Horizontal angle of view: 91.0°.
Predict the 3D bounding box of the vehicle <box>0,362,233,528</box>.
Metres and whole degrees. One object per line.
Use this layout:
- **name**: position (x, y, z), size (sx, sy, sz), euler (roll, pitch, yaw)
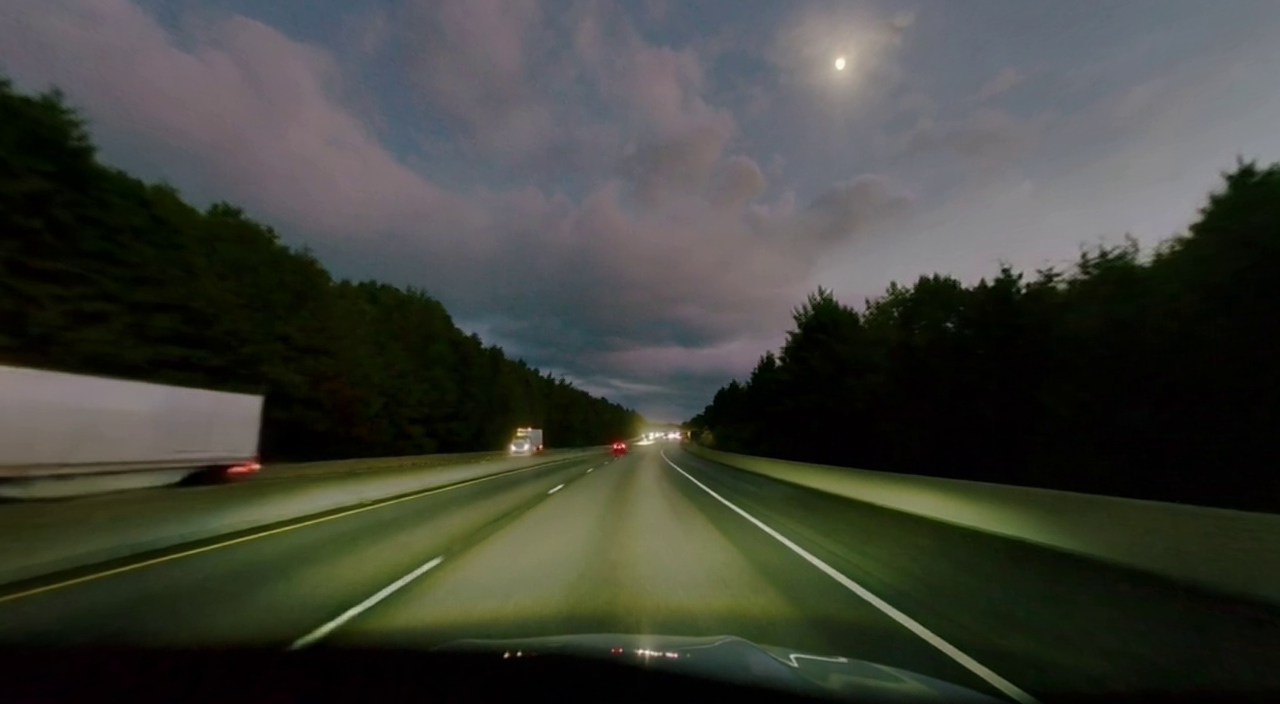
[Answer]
- **vehicle**: position (-17.030, 2.471, 16.714), size (2.931, 4.017, 14.287), euler (0, -8, 0)
